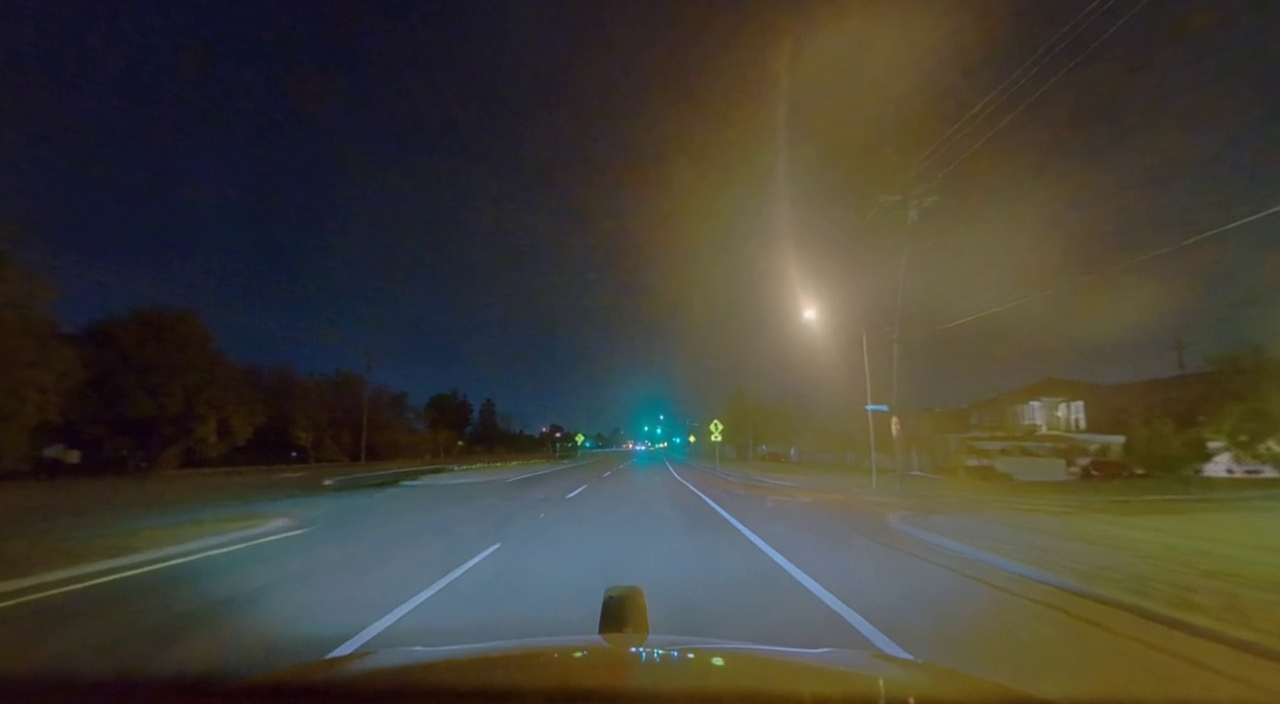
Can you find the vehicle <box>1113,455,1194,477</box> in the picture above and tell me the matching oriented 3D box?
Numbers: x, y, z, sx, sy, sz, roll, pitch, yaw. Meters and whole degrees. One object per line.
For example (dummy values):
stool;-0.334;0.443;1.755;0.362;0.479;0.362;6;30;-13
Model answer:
vehicle;37.052;8.213;45.480;4.681;1.488;1.954;3;-11;-15
